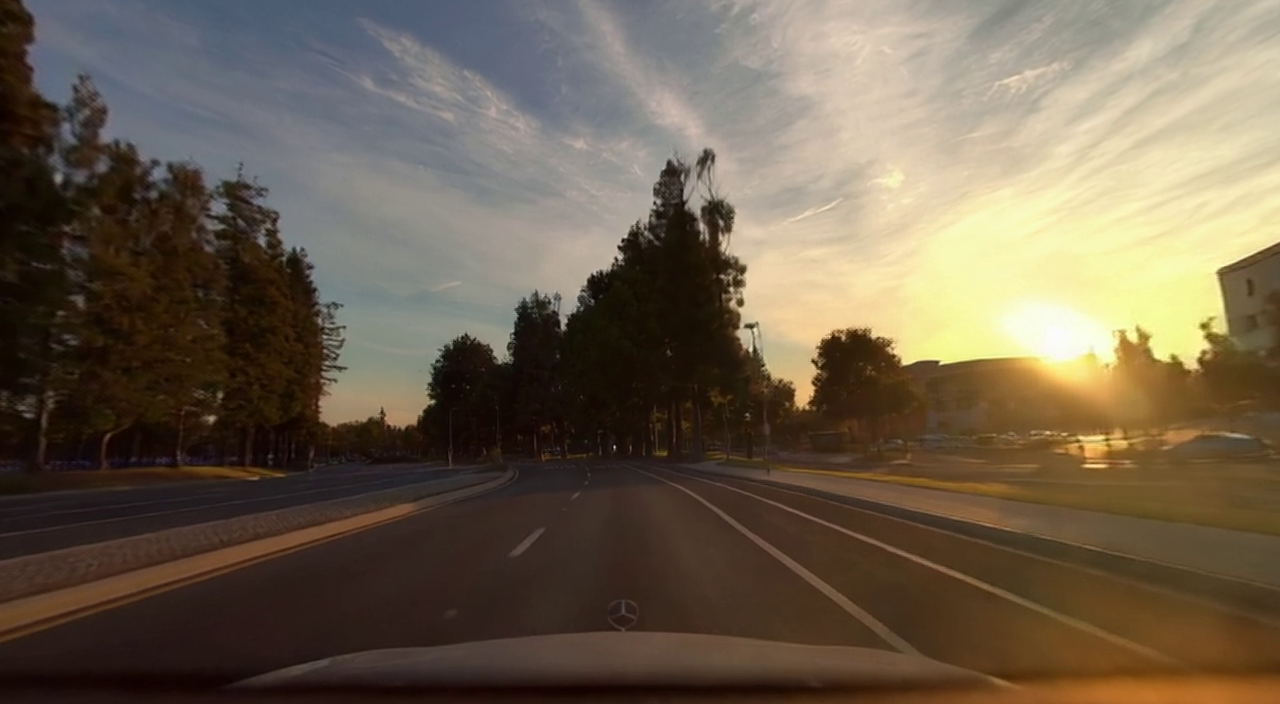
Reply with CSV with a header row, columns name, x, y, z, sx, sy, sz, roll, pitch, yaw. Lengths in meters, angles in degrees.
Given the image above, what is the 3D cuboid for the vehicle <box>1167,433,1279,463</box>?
name,x,y,z,sx,sy,sz,roll,pitch,yaw
vehicle,31.638,5.146,33.907,5.062,1.557,1.988,1,-8,-5
